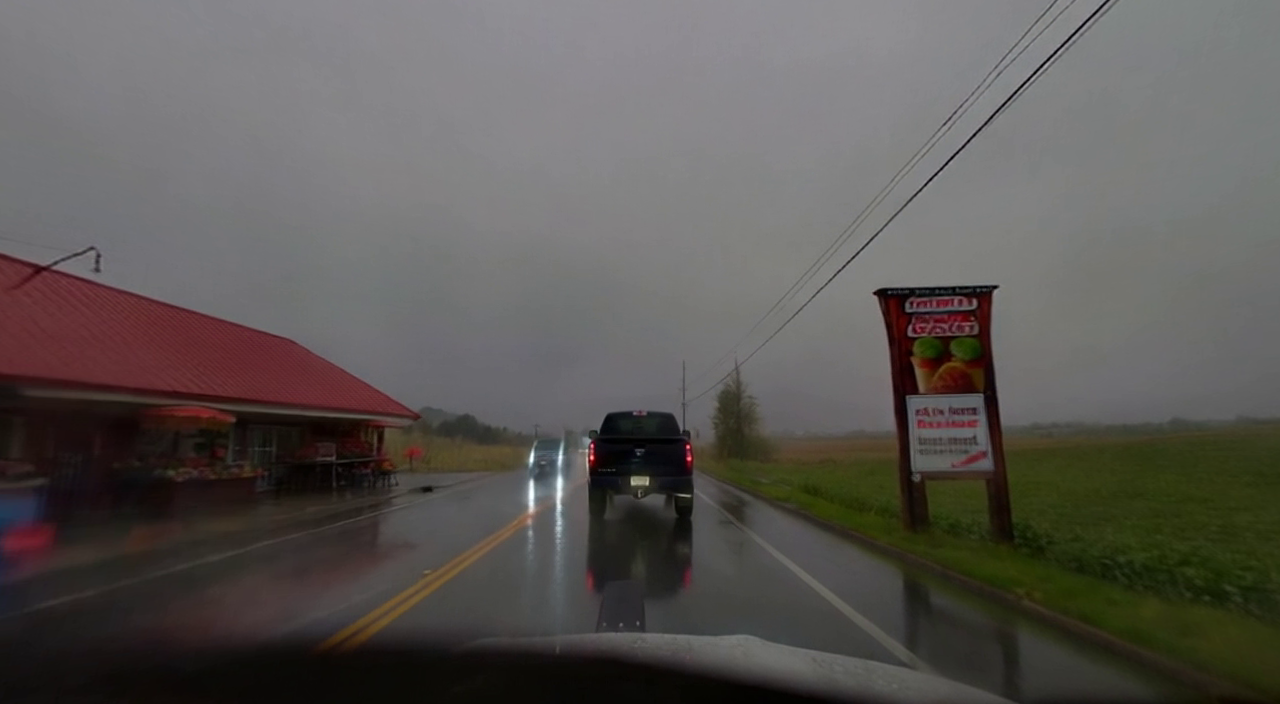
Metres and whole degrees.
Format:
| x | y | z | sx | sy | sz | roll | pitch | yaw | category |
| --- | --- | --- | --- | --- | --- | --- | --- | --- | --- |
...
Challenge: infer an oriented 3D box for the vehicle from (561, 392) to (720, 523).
| x | y | z | sx | sy | sz | roll | pitch | yaw | category |
| --- | --- | --- | --- | --- | --- | --- | --- | --- | --- |
| -0.071 | 2.226 | 13.794 | 2.693 | 2.223 | 5.885 | 0 | -8 | -2 | vehicle |

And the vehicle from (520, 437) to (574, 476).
| x | y | z | sx | sy | sz | roll | pitch | yaw | category |
| --- | --- | --- | --- | --- | --- | --- | --- | --- | --- |
| -4.604 | 5.245 | 31.918 | 2.081 | 1.681 | 4.325 | -3 | -8 | -1 | vehicle |
